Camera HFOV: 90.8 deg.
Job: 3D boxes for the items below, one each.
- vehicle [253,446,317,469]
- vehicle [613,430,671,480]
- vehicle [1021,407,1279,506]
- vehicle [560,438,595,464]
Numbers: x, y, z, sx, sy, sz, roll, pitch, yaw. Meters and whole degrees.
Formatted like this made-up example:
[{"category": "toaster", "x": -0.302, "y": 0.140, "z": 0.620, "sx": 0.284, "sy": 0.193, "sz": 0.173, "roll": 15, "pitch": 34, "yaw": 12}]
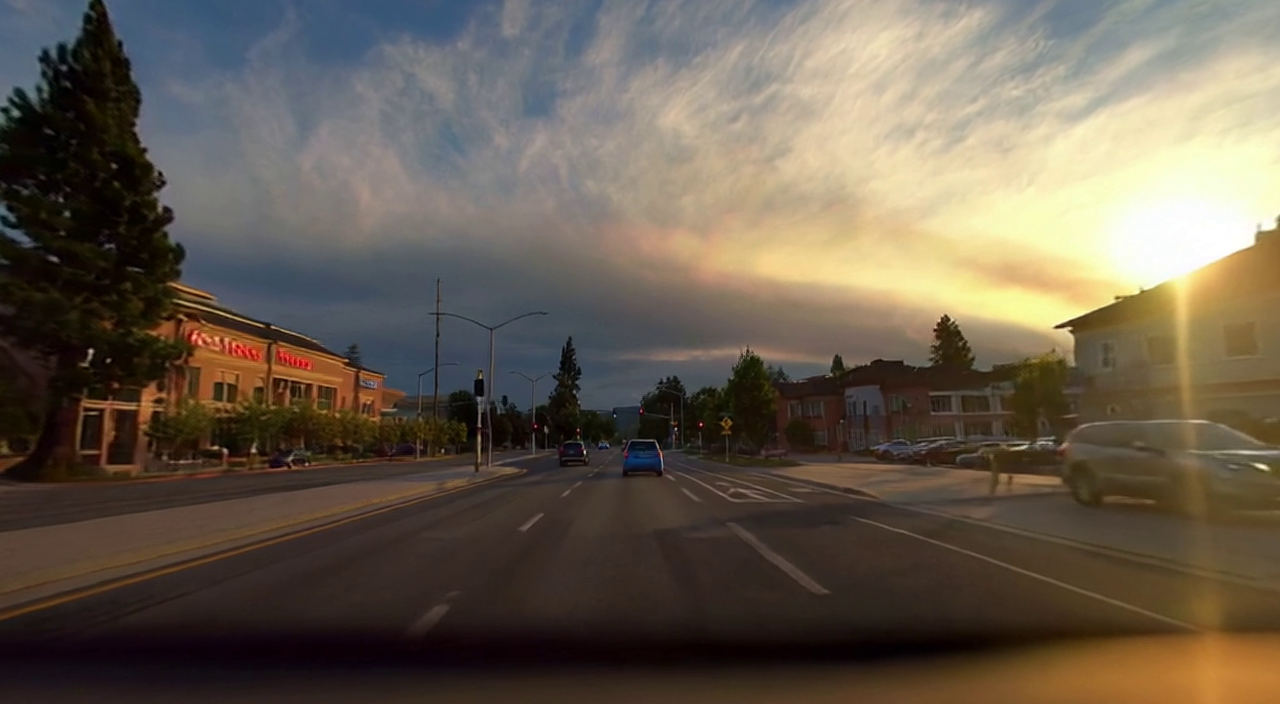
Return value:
[{"category": "vehicle", "x": -26.405, "y": 7.868, "z": 47.185, "sx": 2.031, "sy": 1.622, "sz": 4.722, "roll": 0, "pitch": -9, "yaw": 1}, {"category": "vehicle", "x": 0.026, "y": 4.382, "z": 27.172, "sx": 2.273, "sy": 1.909, "sz": 5.075, "roll": 0, "pitch": -9, "yaw": -1}, {"category": "vehicle", "x": 11.385, "y": 2.141, "z": 13.072, "sx": 5.506, "sy": 1.850, "sz": 2.156, "roll": 0, "pitch": -9, "yaw": 1}, {"category": "vehicle", "x": -4.558, "y": 7.297, "z": 46.669, "sx": 2.202, "sy": 1.856, "sz": 4.516, "roll": 0, "pitch": -9, "yaw": -1}]
